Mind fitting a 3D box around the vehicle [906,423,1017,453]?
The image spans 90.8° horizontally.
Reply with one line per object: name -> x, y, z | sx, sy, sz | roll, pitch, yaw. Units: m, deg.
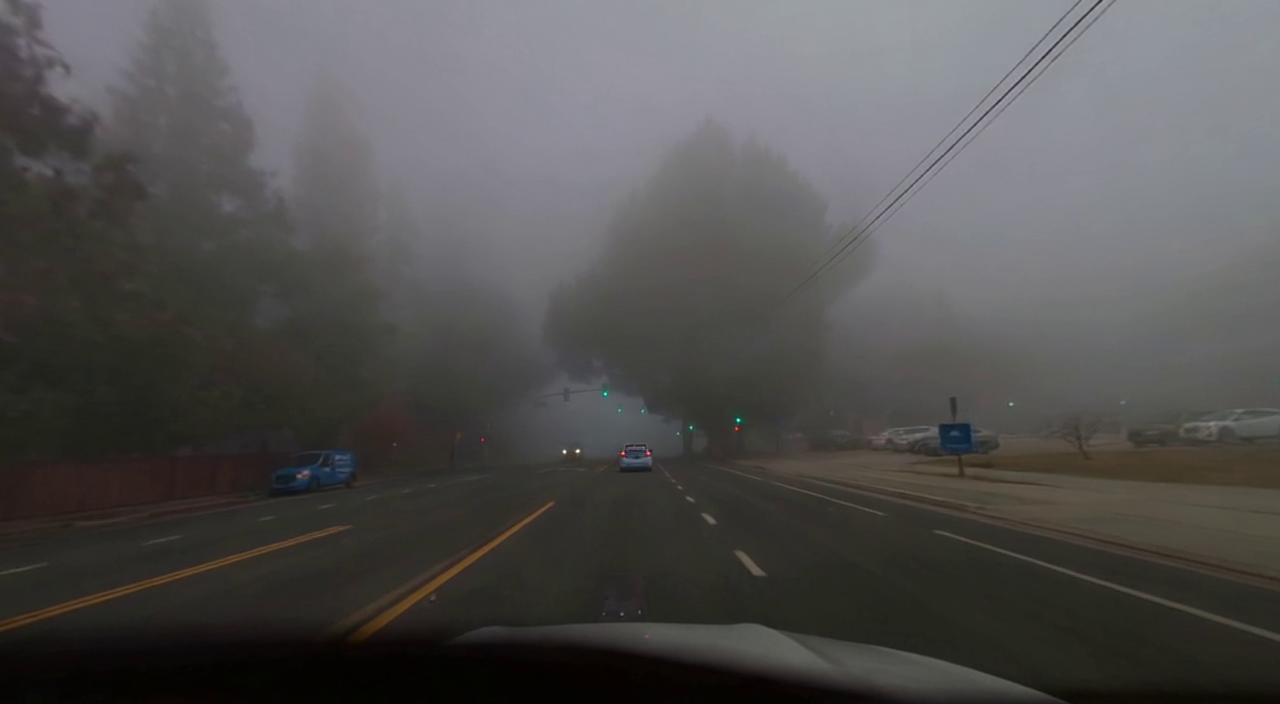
vehicle -> 16.740, 4.520, 33.054 | 4.658, 1.495, 1.978 | 0, -9, -1

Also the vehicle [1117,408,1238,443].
vehicle -> 28.277, 3.912, 33.337 | 4.532, 1.545, 1.940 | -2, -9, -2

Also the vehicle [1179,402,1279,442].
vehicle -> 27.532, 3.177, 28.349 | 4.736, 1.646, 2.037 | -1, -9, 0

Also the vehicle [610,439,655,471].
vehicle -> -0.350, 5.127, 31.602 | 2.104, 1.462, 3.991 | 0, -9, 0

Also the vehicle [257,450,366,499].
vehicle -> -13.008, 4.835, 25.411 | 1.957, 1.754, 4.393 | -1, -9, 1
